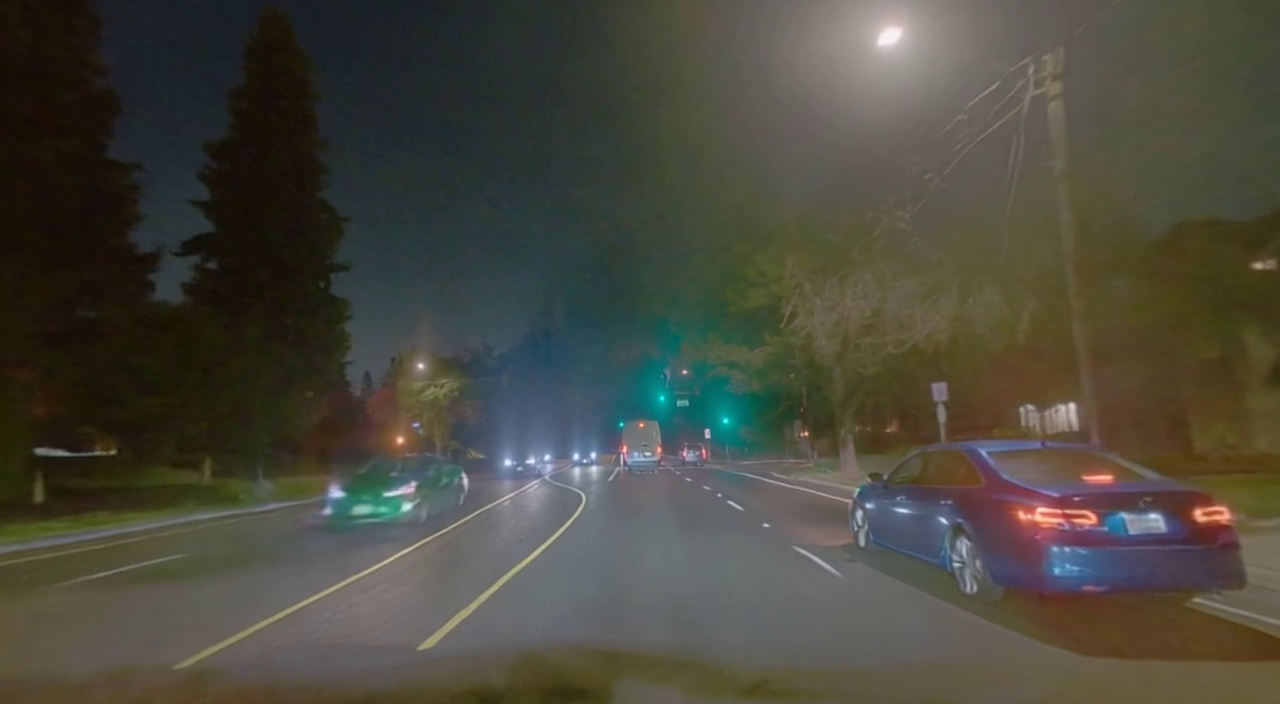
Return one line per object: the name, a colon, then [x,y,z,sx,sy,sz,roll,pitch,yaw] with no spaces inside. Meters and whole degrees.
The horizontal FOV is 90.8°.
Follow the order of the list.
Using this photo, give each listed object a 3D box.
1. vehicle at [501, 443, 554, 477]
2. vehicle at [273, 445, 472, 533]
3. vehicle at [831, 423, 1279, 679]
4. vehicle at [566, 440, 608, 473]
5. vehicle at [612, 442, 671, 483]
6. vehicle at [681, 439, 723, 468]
vehicle: [-6.362,6.164,36.323,2.146,1.768,4.664,0,-9,0]
vehicle: [-5.316,2.761,13.503,2.193,1.502,4.913,0,-9,-1]
vehicle: [3.474,1.472,5.886,1.973,1.447,4.402,0,-8,0]
vehicle: [-2.994,6.019,36.611,2.083,1.741,5.530,0,-9,-1]
vehicle: [0.045,4.312,24.946,2.114,1.483,4.207,0,-9,0]
vehicle: [4.112,6.813,42.602,2.187,1.847,4.553,0,-9,-2]
